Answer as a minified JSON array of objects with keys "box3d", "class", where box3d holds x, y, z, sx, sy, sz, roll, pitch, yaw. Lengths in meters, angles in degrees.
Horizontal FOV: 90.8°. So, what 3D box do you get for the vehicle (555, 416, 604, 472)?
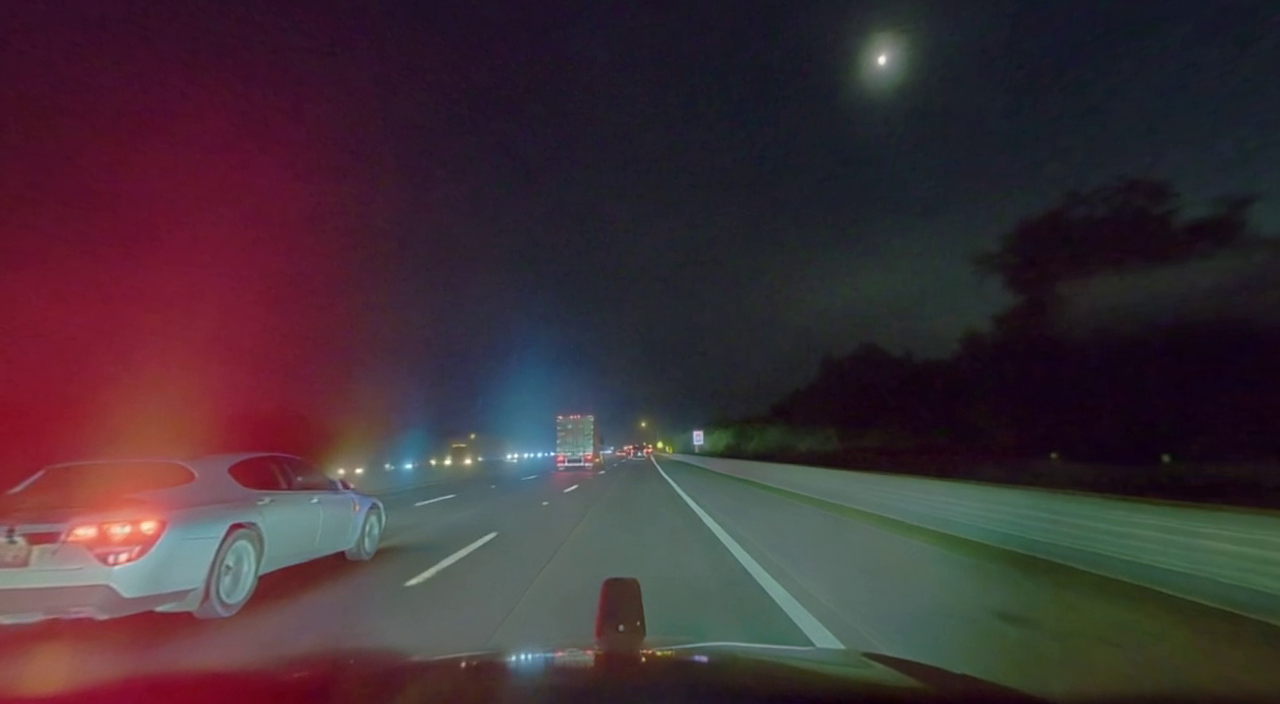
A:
[{"box3d":[-4.013,6.373,43.519,2.707,3.461,7.191,0,-9,-1],"class":"vehicle"}]
